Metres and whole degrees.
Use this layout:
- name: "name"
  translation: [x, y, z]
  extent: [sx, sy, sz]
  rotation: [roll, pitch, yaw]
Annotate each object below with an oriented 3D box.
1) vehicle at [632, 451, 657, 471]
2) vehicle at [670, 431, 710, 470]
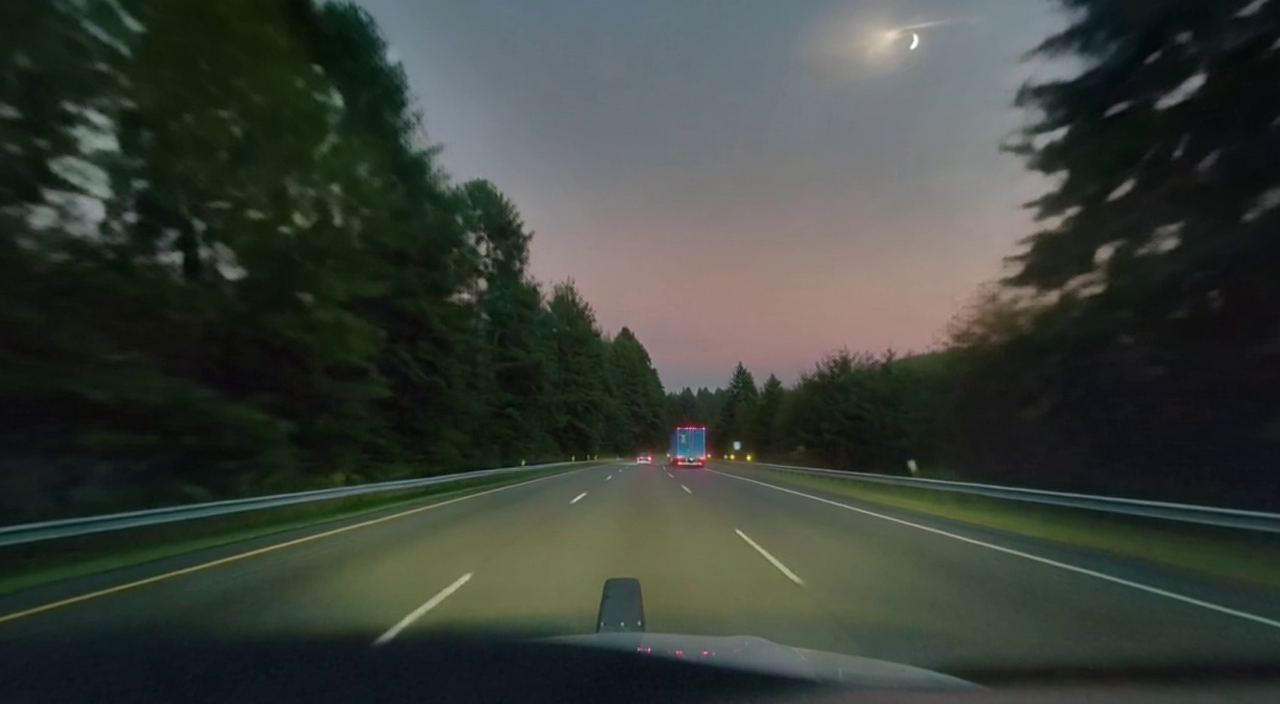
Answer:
- name: "vehicle"
  translation: [0.377, 8.515, 49.531]
  extent: [1.900, 1.497, 3.732]
  rotation: [0, -9, 1]
- name: "vehicle"
  translation: [3.770, 7.658, 48.737]
  extent: [2.572, 2.795, 5.978]
  rotation: [0, -9, -1]
